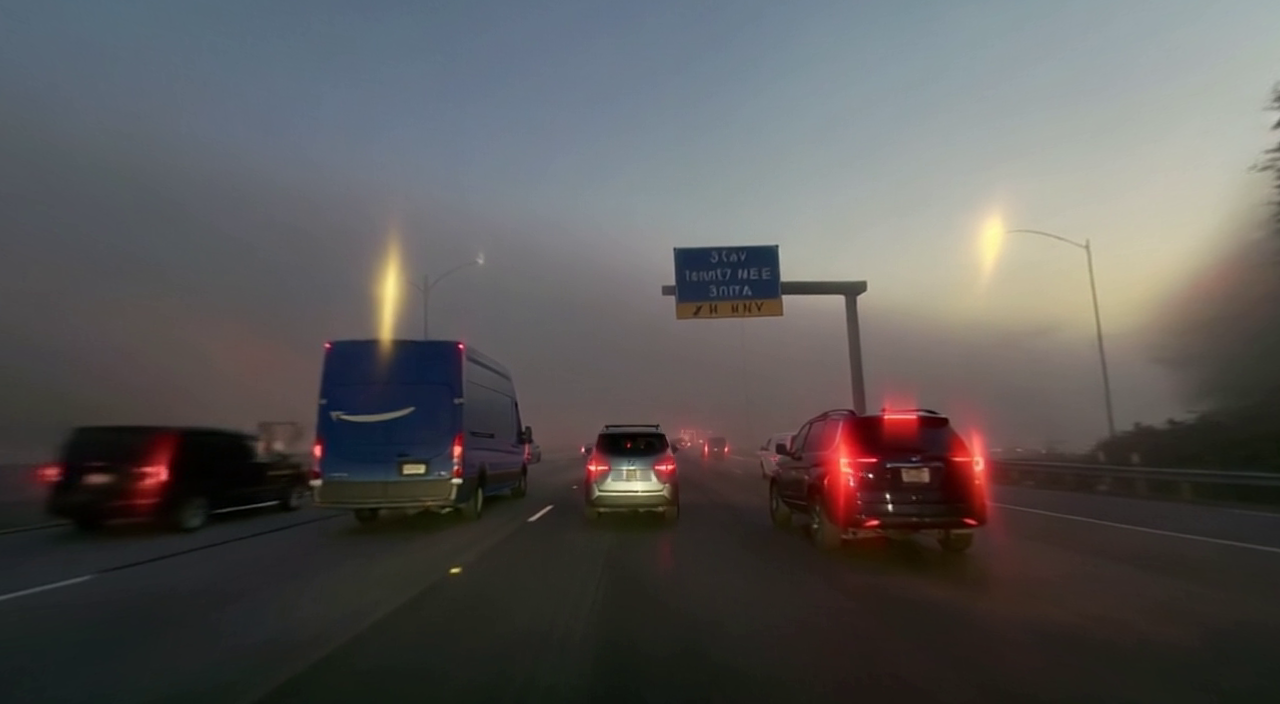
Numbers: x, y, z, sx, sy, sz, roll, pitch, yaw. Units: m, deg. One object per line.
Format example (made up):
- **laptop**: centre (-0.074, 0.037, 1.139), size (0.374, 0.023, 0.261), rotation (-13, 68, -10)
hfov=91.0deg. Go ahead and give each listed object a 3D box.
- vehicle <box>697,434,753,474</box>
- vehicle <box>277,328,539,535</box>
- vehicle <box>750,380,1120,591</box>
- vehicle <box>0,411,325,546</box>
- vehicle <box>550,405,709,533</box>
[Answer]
- **vehicle**: centre (3.941, 4.814, 29.997), size (2.064, 1.720, 4.416), rotation (0, -9, 0)
- **vehicle**: centre (-3.687, 1.555, 11.978), size (2.415, 2.821, 6.636), rotation (0, -9, 0)
- **vehicle**: centre (3.121, 1.591, 8.340), size (2.341, 1.890, 5.144), rotation (1, -9, -1)
- **vehicle**: centre (-7.196, 1.864, 9.927), size (2.031, 1.583, 4.646), rotation (0, -9, 0)
- **vehicle**: centre (-0.146, 2.018, 11.328), size (2.287, 1.823, 4.369), rotation (0, -9, 0)
